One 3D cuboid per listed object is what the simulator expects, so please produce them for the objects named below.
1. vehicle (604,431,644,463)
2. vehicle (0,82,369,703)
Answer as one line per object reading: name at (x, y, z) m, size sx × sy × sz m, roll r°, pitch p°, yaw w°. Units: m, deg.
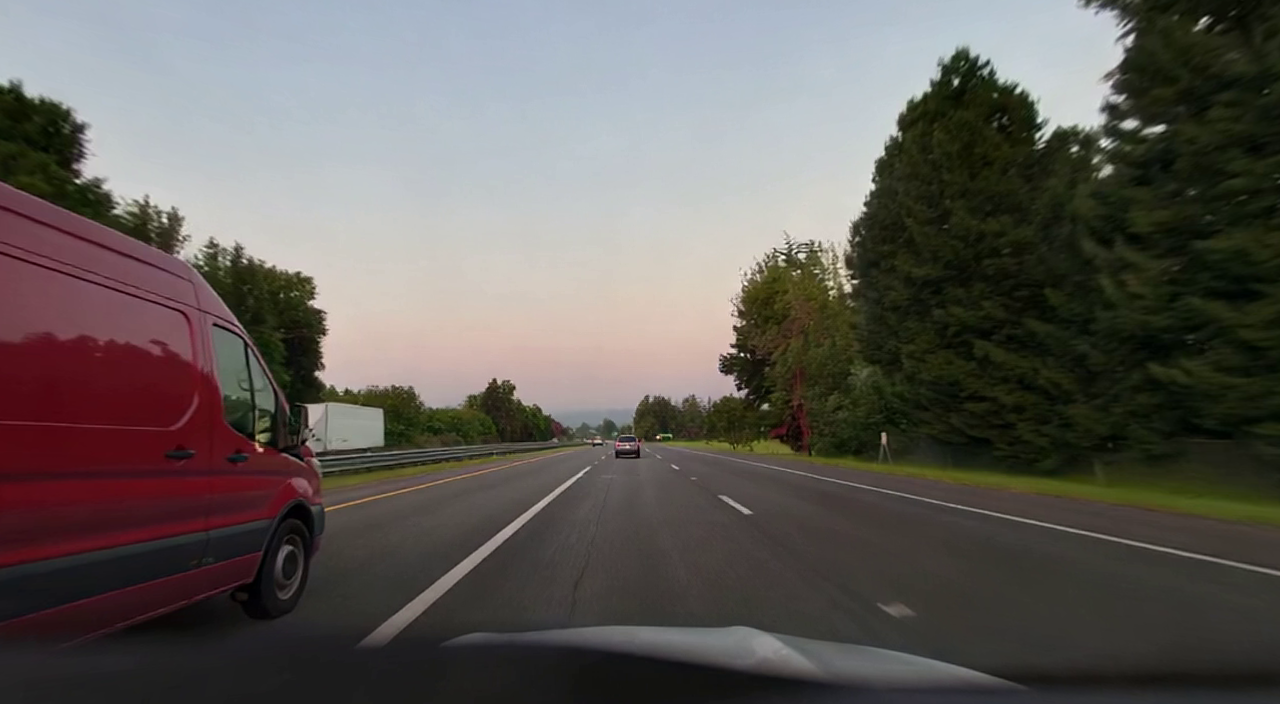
vehicle at (-0.870, 5.210, 34.741) m, size 2.104 × 1.646 × 4.176 m, roll 0°, pitch -8°, yaw -1°
vehicle at (-3.514, 0.356, 2.427) m, size 2.424 × 2.577 × 5.828 m, roll 0°, pitch -8°, yaw -1°
